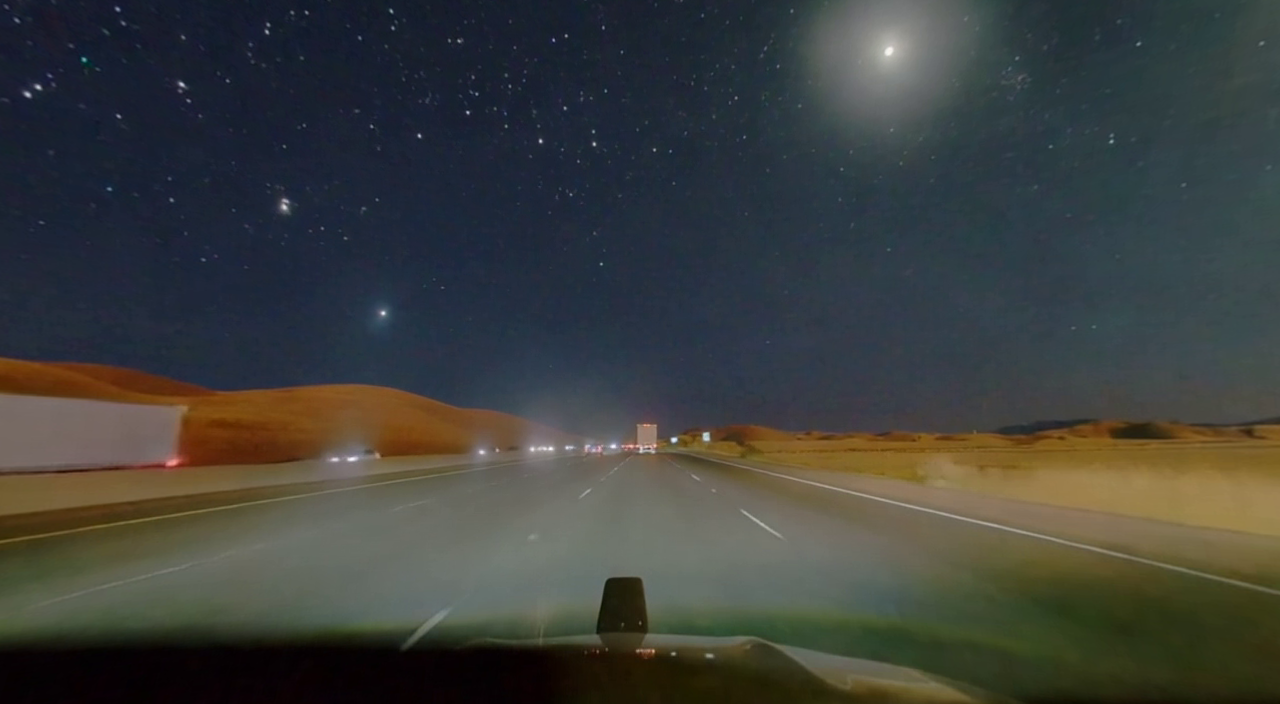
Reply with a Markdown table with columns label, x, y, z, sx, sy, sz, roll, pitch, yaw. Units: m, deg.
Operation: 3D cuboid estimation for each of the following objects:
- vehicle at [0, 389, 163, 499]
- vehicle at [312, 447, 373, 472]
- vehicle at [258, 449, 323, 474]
| label | x | y | z | sx | sy | sz | roll | pitch | yaw |
| --- | --- | --- | --- | --- | --- | --- | --- | --- | --- |
| vehicle | -25.022 | 3.566 | 24.397 | 2.830 | 4.041 | 13.042 | 0 | -8 | 0 |
| vehicle | -20.439 | 7.402 | 43.522 | 2.077 | 1.589 | 4.203 | 0 | -8 | 1 |
| vehicle | -23.912 | 7.484 | 43.357 | 1.885 | 1.615 | 4.448 | 0 | -8 | 1 |
